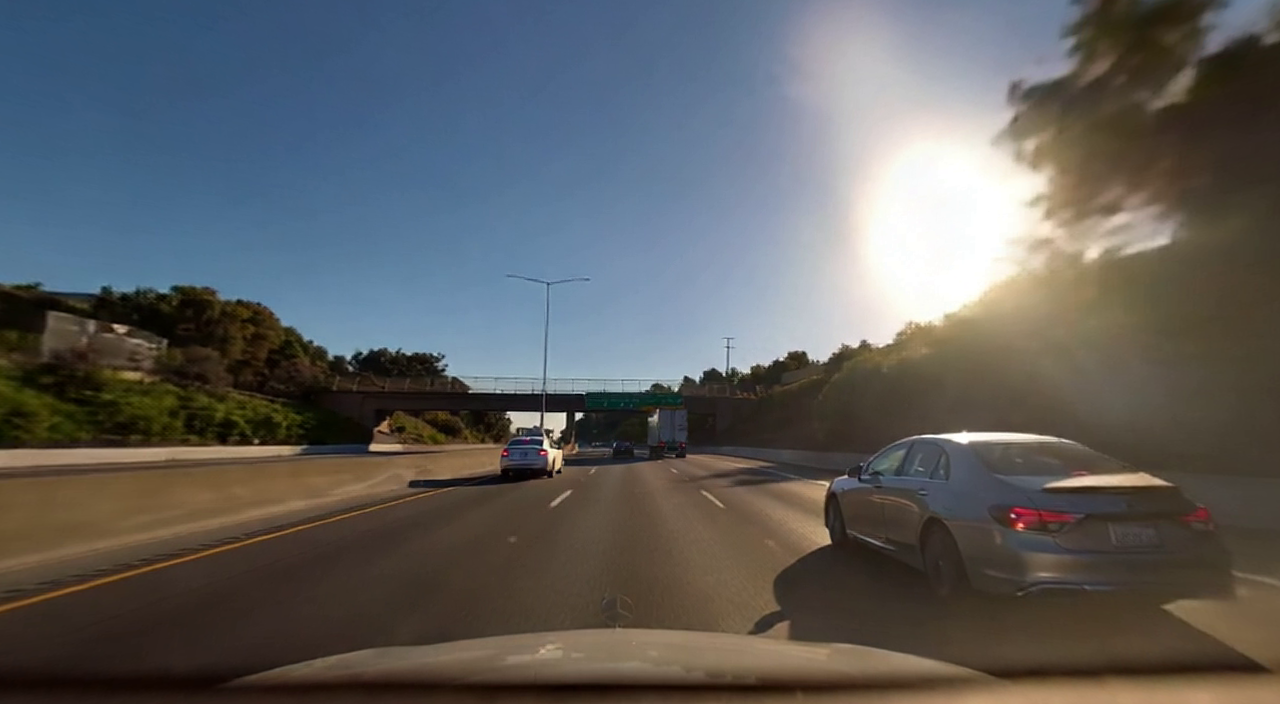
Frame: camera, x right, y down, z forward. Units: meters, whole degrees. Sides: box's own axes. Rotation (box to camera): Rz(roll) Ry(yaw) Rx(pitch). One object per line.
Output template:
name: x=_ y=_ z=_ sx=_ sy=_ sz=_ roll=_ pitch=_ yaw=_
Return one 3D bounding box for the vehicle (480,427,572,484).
vehicle: x=-3.876 y=3.614 z=22.303 sx=2.377 sy=1.747 sz=4.703 roll=0 pitch=-8 yaw=0

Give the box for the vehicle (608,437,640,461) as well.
vehicle: x=-1.120 y=6.766 z=44.073 sx=2.125 sy=1.542 sz=3.816 roll=0 pitch=-8 yaw=-1
